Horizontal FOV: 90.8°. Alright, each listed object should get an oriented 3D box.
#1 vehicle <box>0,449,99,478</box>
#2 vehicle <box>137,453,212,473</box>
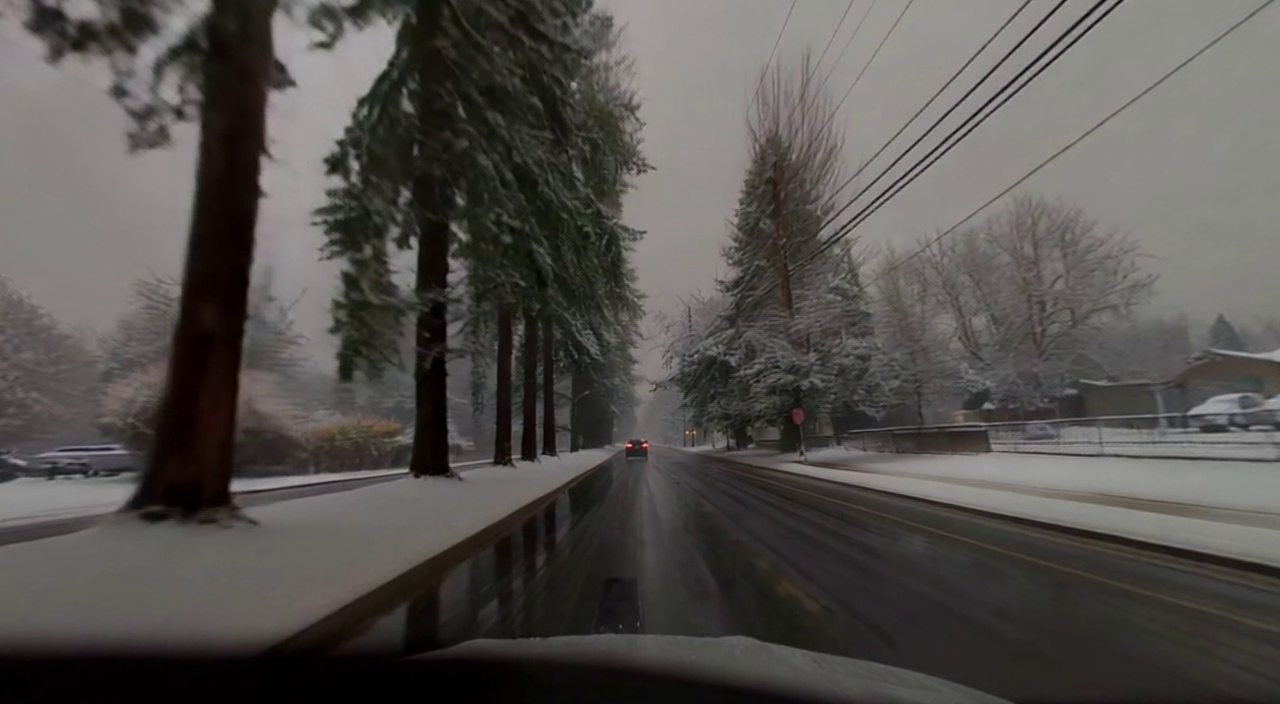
[{"bbox_3d":[-33.372,6.220,35.450,4.207,1.518,1.948,-1,-8,1],"label":"vehicle"},{"bbox_3d":[-33.903,8.079,46.095,4.035,1.392,1.952,-1,-9,6],"label":"vehicle"}]
